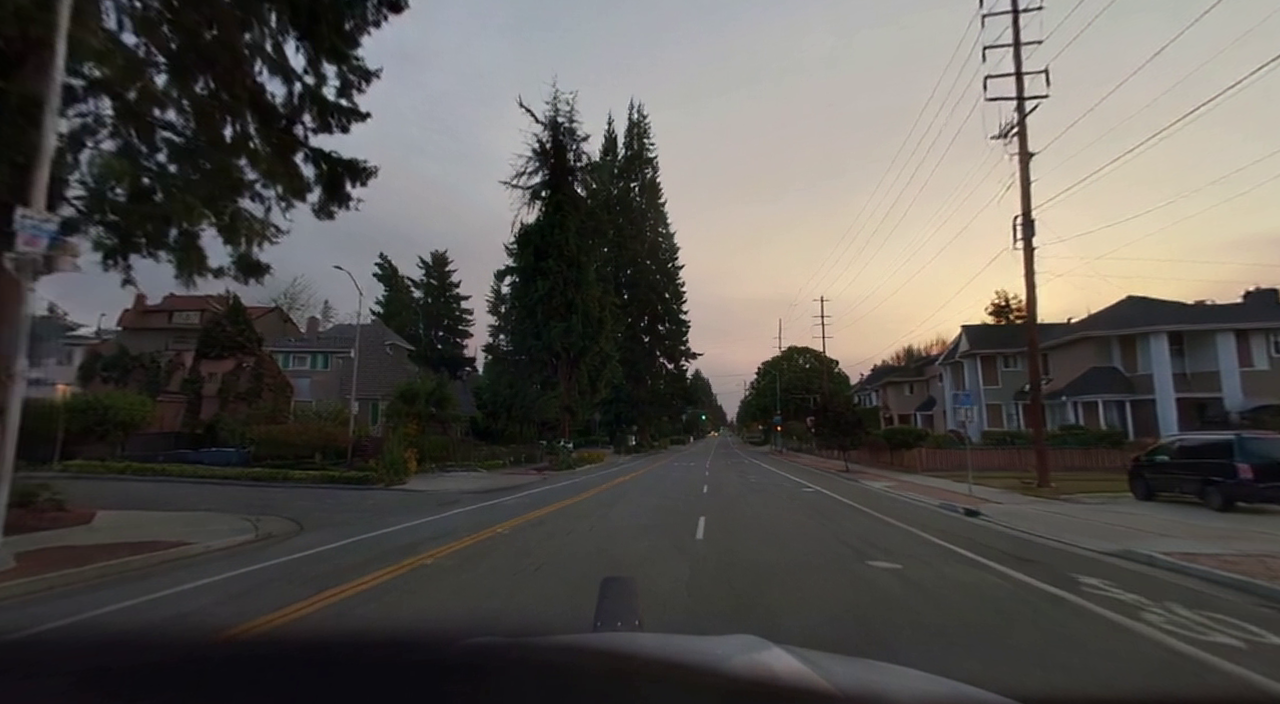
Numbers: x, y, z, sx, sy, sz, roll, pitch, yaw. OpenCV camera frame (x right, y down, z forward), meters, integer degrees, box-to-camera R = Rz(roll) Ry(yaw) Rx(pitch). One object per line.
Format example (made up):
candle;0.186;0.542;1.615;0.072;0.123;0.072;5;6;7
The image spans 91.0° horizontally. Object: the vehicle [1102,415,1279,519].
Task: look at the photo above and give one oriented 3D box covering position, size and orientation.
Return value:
vehicle;13.036;2.520;14.267;1.912;1.953;4.651;0;-8;6
